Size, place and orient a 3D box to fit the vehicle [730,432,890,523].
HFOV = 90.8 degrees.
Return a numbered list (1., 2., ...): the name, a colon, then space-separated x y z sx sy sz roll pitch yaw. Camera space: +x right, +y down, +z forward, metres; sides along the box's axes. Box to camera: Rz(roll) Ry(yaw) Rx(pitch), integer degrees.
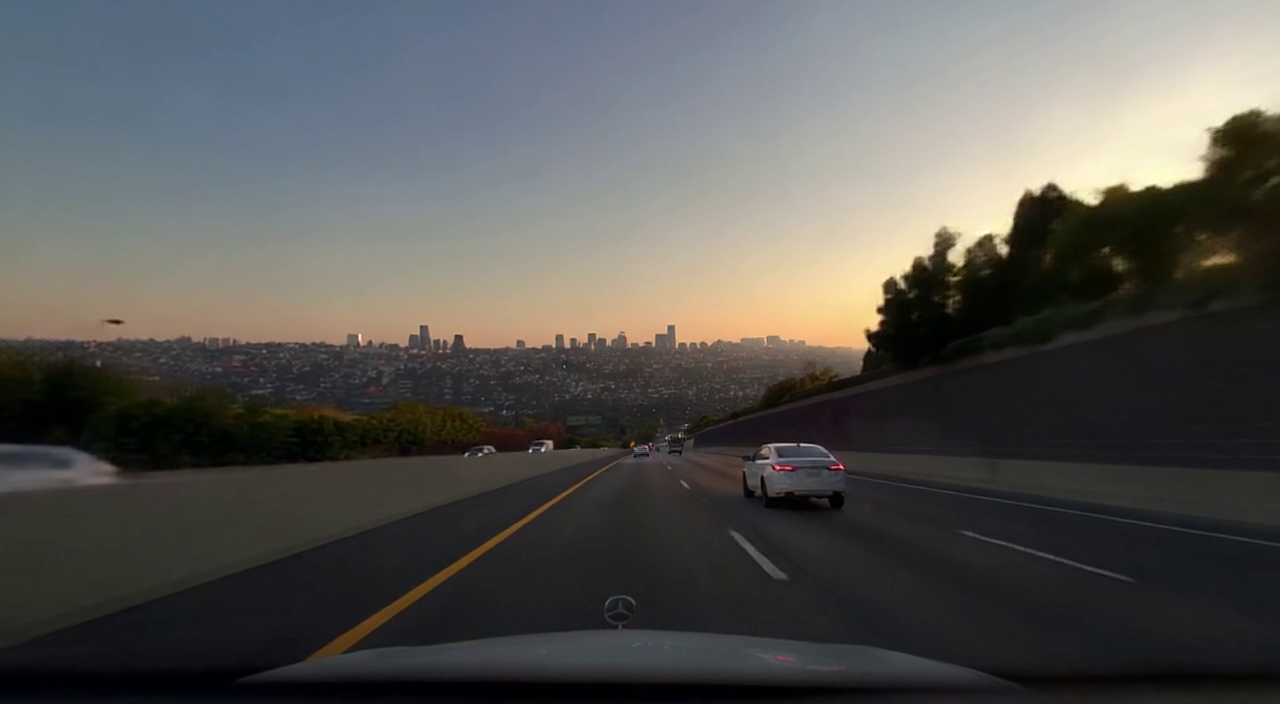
1. vehicle: 3.207 2.474 13.058 1.982 1.533 4.612 0 -8 -1
